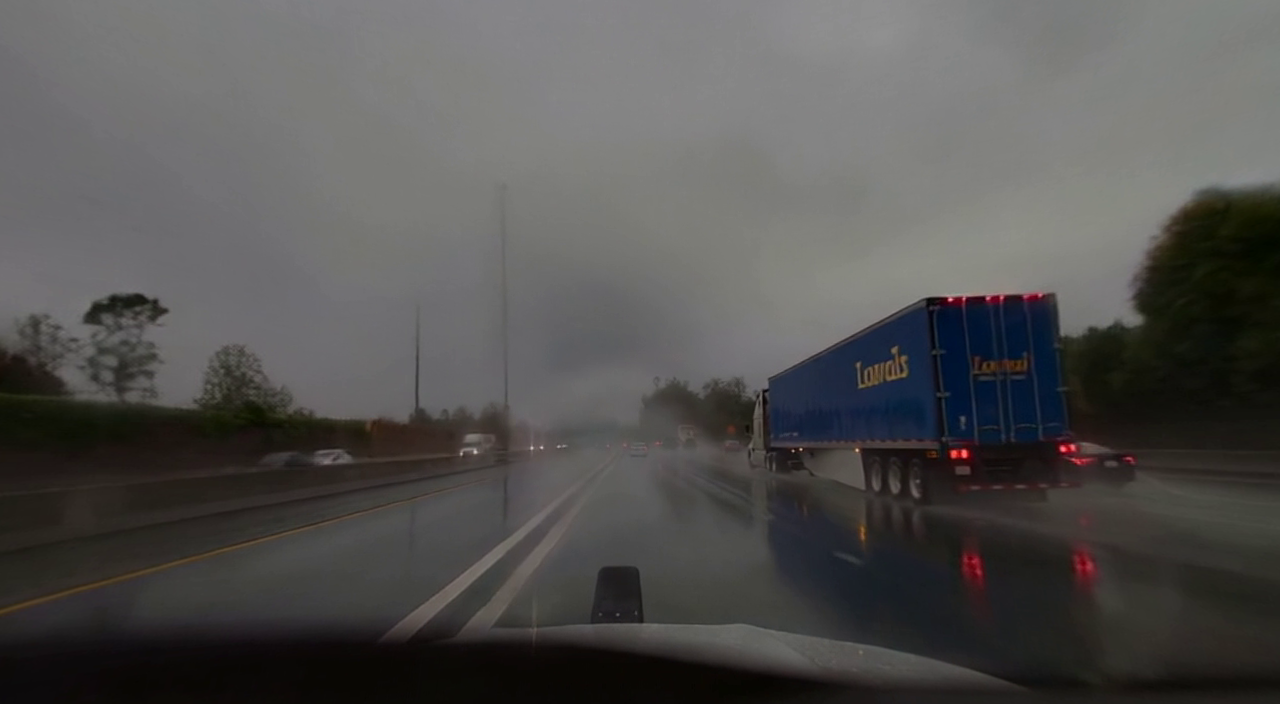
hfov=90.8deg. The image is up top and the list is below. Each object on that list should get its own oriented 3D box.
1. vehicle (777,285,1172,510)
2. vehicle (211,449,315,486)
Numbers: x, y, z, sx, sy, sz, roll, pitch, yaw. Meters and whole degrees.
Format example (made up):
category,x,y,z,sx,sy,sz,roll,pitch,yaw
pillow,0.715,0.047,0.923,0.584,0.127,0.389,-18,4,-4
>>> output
category,x,y,z,sx,sy,sz,roll,pitch,yaw
vehicle,7.840,1.996,19.750,2.892,4.128,16.495,0,-8,-2
vehicle,-19.365,5.907,32.792,2.272,1.726,5.194,0,-8,-1
